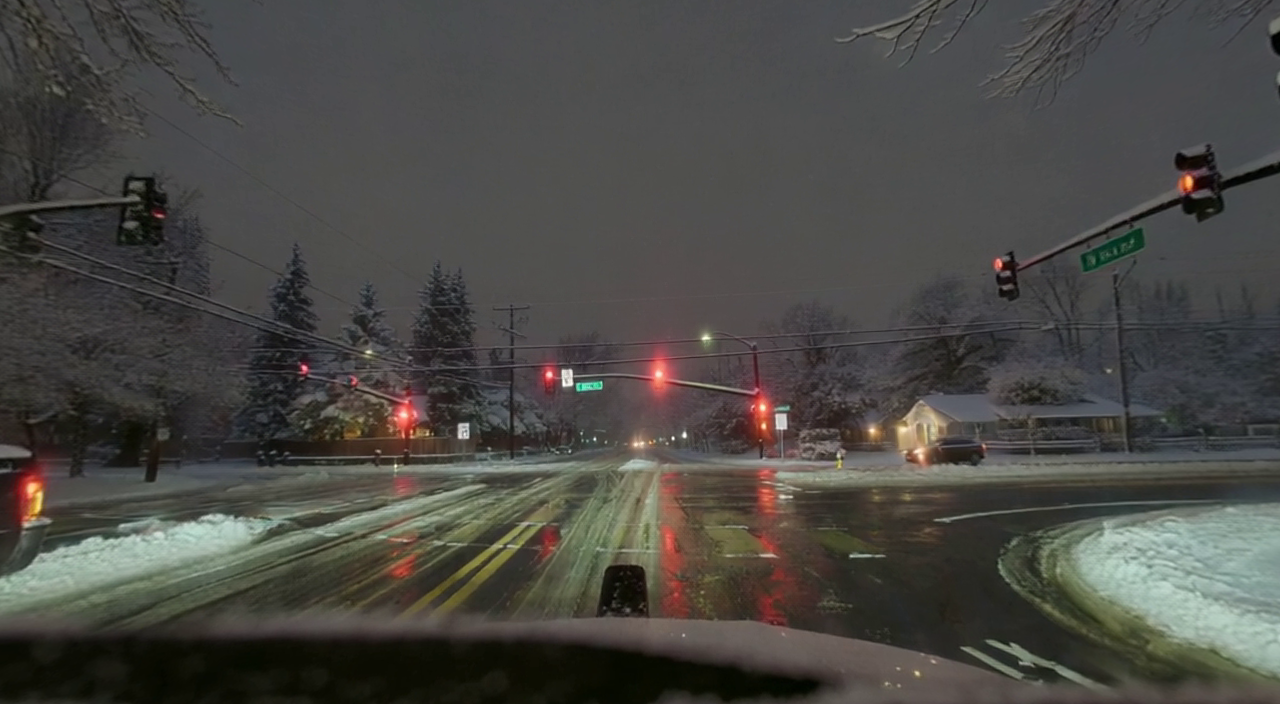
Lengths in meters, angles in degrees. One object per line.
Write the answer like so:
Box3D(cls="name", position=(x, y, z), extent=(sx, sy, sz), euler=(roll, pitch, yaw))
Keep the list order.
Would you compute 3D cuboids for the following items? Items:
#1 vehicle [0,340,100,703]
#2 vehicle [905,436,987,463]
Box3D(cls="vehicle", position=(-3.267, 0.534, 0.408), extent=(1.954, 1.689, 4.347), euler=(0, -8, 0))
Box3D(cls="vehicle", position=(17.001, 5.444, 35.248), extent=(3.952, 1.468, 1.768), euler=(-4, -9, 22))
